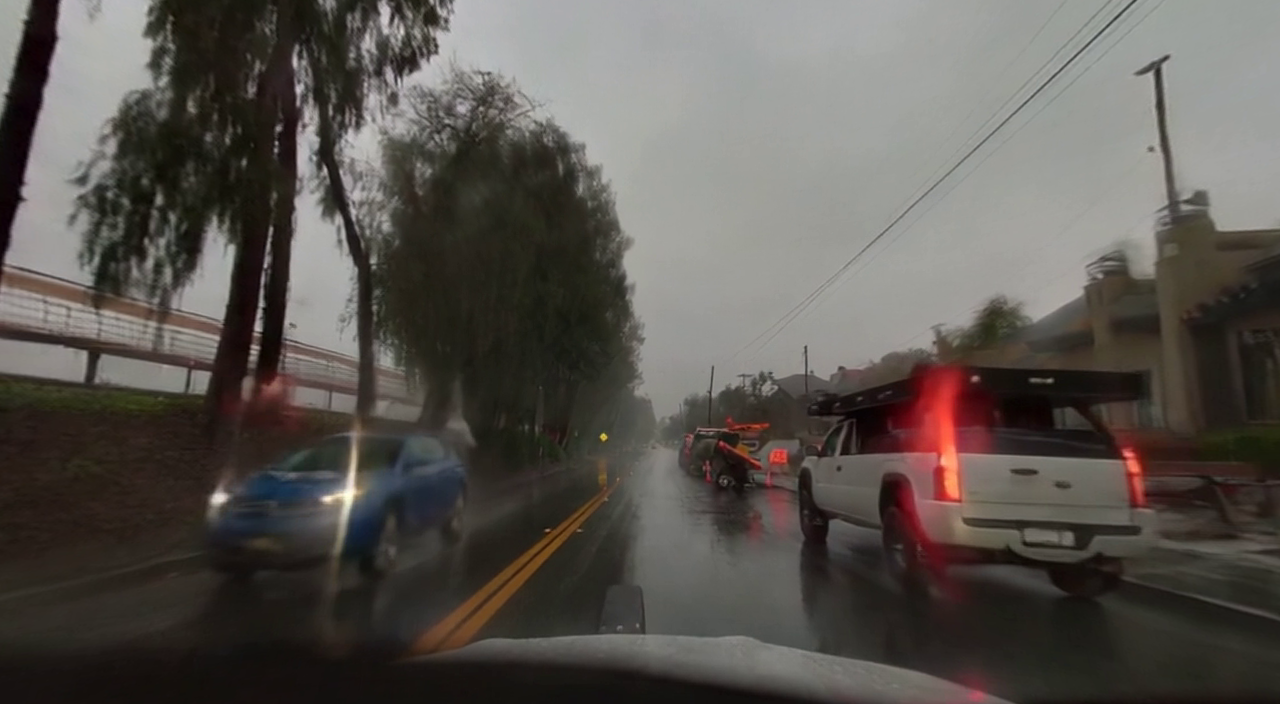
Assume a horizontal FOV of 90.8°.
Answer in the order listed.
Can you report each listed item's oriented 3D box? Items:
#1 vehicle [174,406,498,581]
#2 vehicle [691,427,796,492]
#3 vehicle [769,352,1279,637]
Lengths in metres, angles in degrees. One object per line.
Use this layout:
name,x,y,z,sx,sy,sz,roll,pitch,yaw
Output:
vehicle,-3.510,1.737,8.491,2.078,1.716,4.367,-1,-9,1
vehicle,3.520,3.877,23.135,2.617,2.020,6.531,0,-9,-1
vehicle,3.567,1.529,7.877,2.759,2.114,6.152,-1,-9,2
